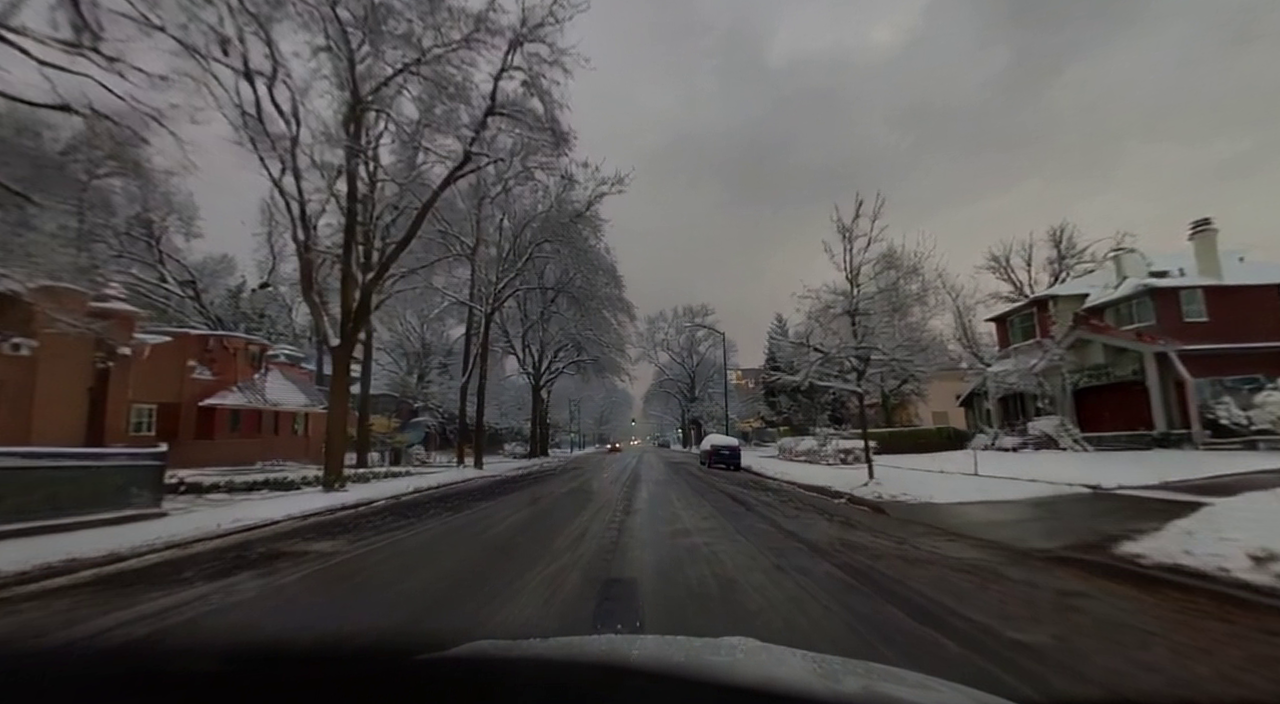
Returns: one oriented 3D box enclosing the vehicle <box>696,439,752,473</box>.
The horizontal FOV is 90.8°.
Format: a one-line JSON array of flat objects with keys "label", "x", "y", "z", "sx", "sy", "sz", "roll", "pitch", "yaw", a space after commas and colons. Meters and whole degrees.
[{"label": "vehicle", "x": 3.941, "y": 4.957, "z": 30.365, "sx": 2.013, "sy": 1.473, "sz": 4.329, "roll": 0, "pitch": -8, "yaw": -1}]
